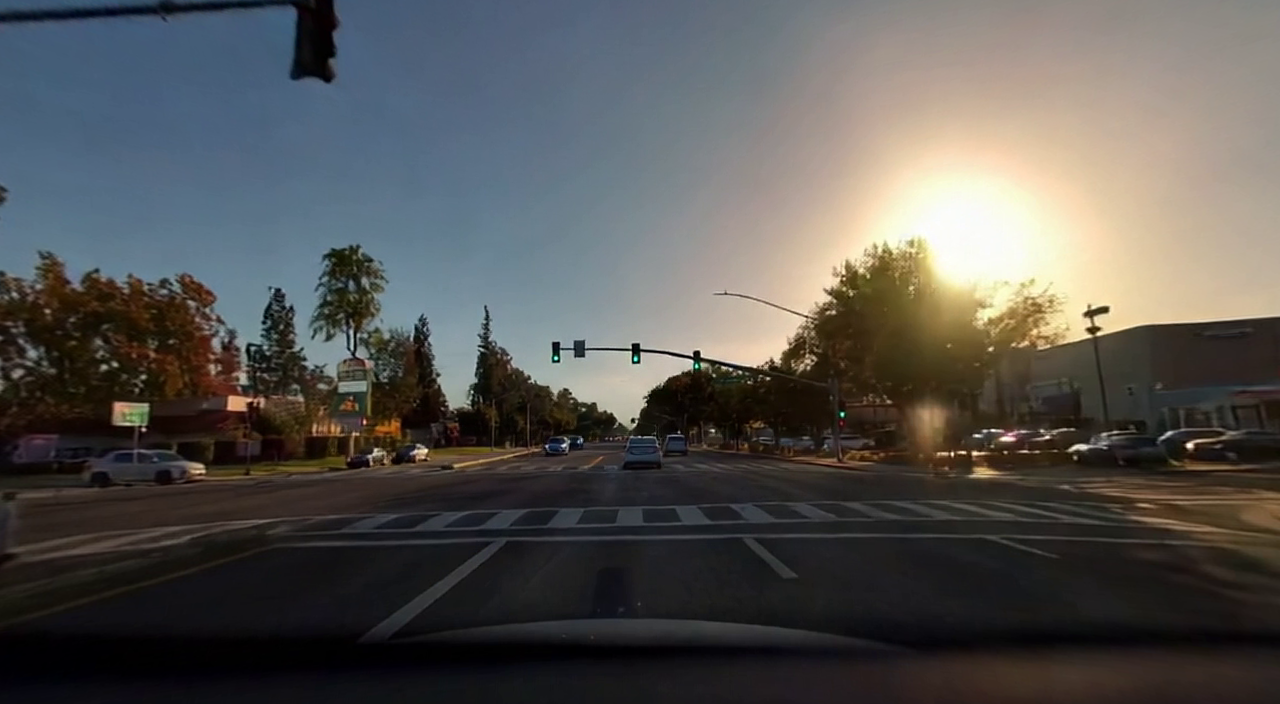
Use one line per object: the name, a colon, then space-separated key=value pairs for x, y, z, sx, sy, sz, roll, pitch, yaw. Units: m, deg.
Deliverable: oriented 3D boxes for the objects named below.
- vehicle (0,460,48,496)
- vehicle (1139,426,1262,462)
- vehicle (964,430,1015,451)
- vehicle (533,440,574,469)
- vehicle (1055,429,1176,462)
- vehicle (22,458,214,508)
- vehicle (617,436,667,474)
vehicle: x=-28.163 y=5.599 z=28.261 sx=1.953 sy=1.415 sz=4.553 roll=7 pitch=-11 yaw=-40
vehicle: x=29.808 y=4.901 z=33.589 sx=1.958 sy=1.759 sz=4.517 roll=7 pitch=-11 yaw=-38
vehicle: x=26.936 y=6.839 z=48.423 sx=4.587 sy=1.548 sz=1.998 roll=8 pitch=-12 yaw=-42
vehicle: x=-5.158 y=6.160 z=37.943 sx=1.844 sy=1.534 sz=3.831 roll=-3 pitch=-8 yaw=0
vehicle: x=25.813 y=5.114 z=34.327 sx=1.941 sy=1.641 sz=4.829 roll=7 pitch=-11 yaw=-39
vehicle: x=-18.845 y=4.732 z=23.263 sx=2.311 sy=1.485 sz=5.817 roll=0 pitch=-8 yaw=-2
vehicle: x=0.052 y=4.659 z=28.699 sx=2.145 sy=1.572 sz=4.021 roll=0 pitch=-8 yaw=-1
